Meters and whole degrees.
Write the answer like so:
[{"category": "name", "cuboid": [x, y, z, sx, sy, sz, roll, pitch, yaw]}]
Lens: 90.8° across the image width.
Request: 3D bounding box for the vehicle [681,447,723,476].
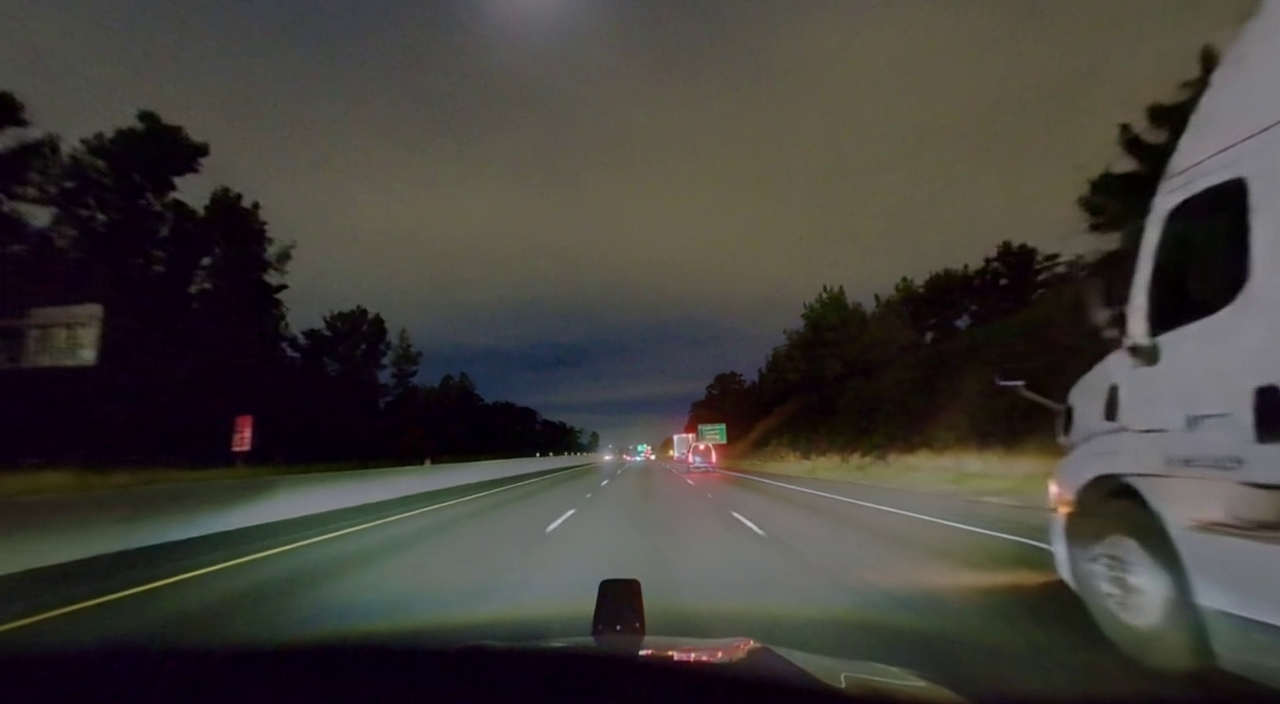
[{"category": "vehicle", "cuboid": [3.565, 6.360, 36.840, 2.019, 1.601, 3.953, 0, -9, 0]}]
